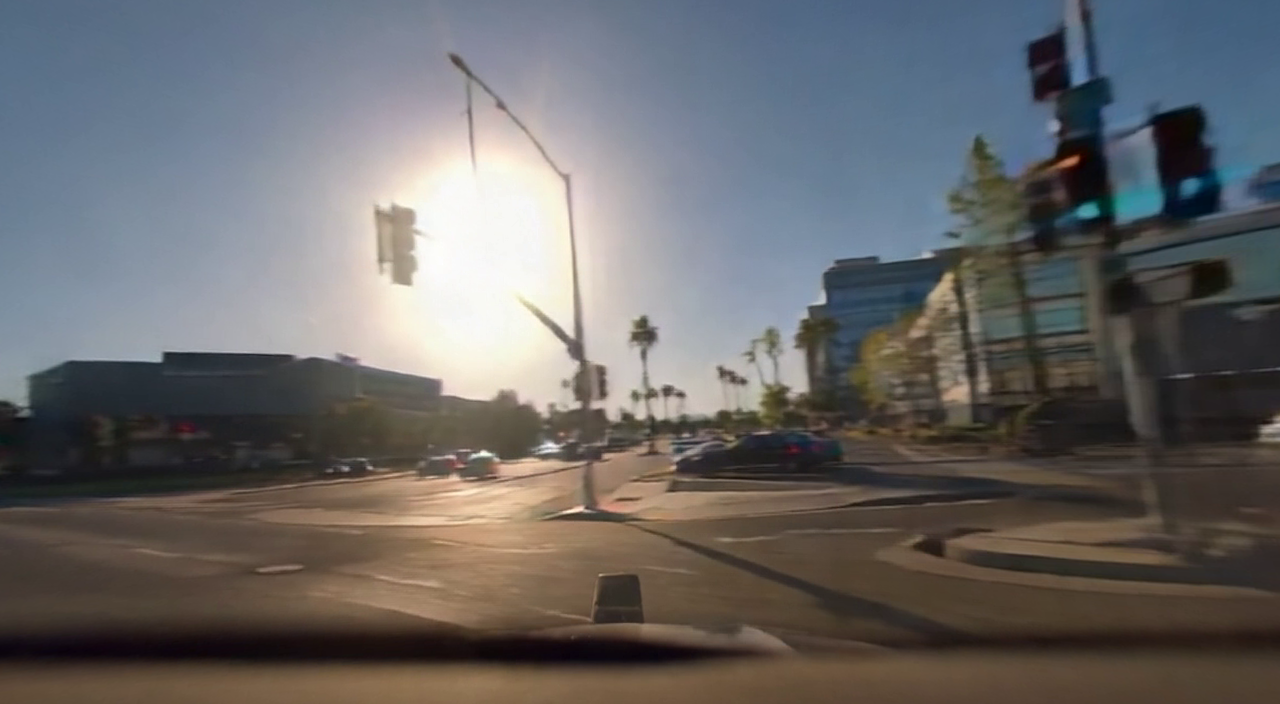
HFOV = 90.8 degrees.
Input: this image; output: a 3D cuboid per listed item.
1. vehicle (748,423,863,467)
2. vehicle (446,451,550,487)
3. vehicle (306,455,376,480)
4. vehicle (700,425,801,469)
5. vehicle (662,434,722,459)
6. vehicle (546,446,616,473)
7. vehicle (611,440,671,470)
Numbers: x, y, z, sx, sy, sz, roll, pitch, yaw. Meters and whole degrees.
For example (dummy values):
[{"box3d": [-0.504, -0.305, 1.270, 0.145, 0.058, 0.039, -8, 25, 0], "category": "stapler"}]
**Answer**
[{"box3d": [6.995, 3.960, 27.065, 2.068, 1.569, 4.286, 0, -6, -37], "category": "vehicle"}, {"box3d": [-6.447, 5.330, 29.158, 2.085, 1.398, 4.355, -6, -10, 36], "category": "vehicle"}, {"box3d": [-20.151, 7.719, 42.491, 4.936, 1.481, 2.046, -6, -10, 35], "category": "vehicle"}, {"box3d": [4.026, 3.591, 23.533, 1.893, 1.489, 3.430, 6, -12, -29], "category": "vehicle"}, {"box3d": [3.541, 6.385, 42.496, 1.992, 1.533, 4.178, -7, -13, 39], "category": "vehicle"}, {"box3d": [-3.529, 6.503, 38.593, 1.997, 1.459, 4.199, -6, -10, 36], "category": "vehicle"}, {"box3d": [0.116, 7.134, 44.060, 1.867, 1.433, 4.377, 6, 0, 36], "category": "vehicle"}]
